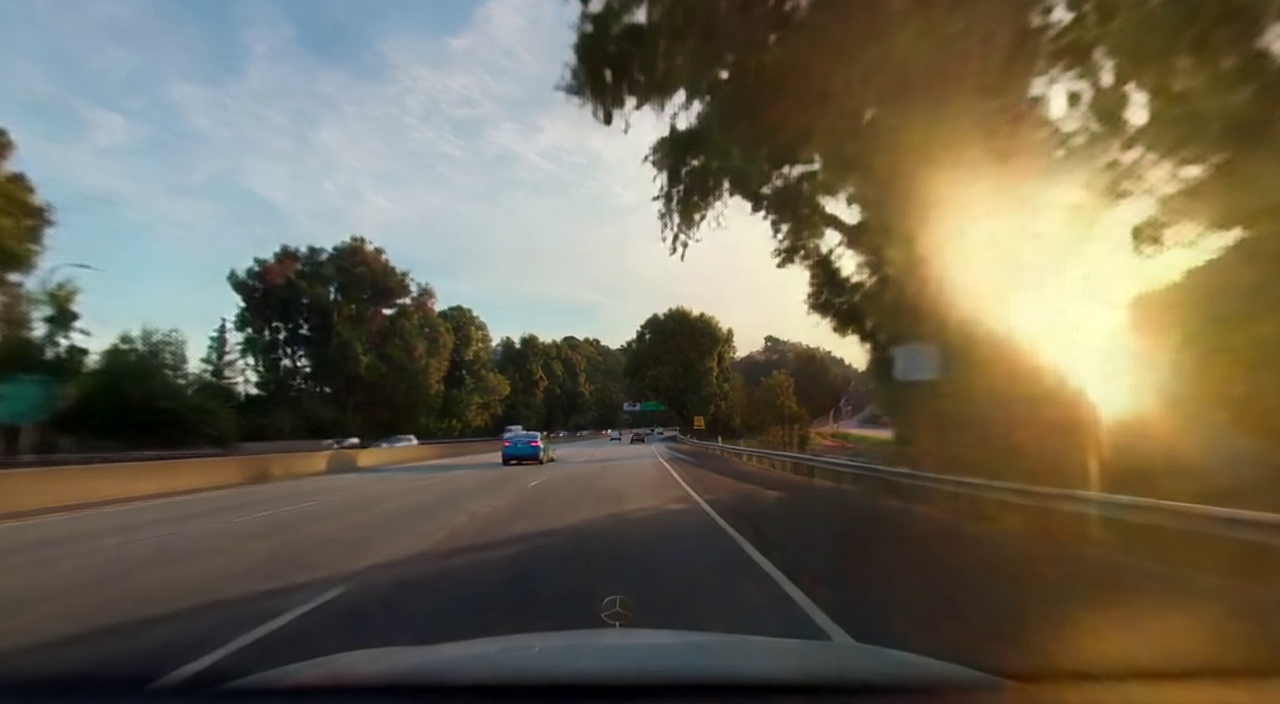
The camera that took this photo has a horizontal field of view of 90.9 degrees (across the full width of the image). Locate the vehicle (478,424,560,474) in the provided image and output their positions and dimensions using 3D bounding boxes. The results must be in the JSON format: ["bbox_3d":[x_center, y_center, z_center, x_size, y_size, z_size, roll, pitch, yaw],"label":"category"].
[{"bbox_3d":[-4.249,3.471,22.934,2.052,1.626,4.514,0,-7,1],"label":"vehicle"}]

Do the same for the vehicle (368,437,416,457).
[{"bbox_3d":[-19.481,7.456,49.693,1.803,1.464,4.532,0,-7,1],"label":"vehicle"}]
